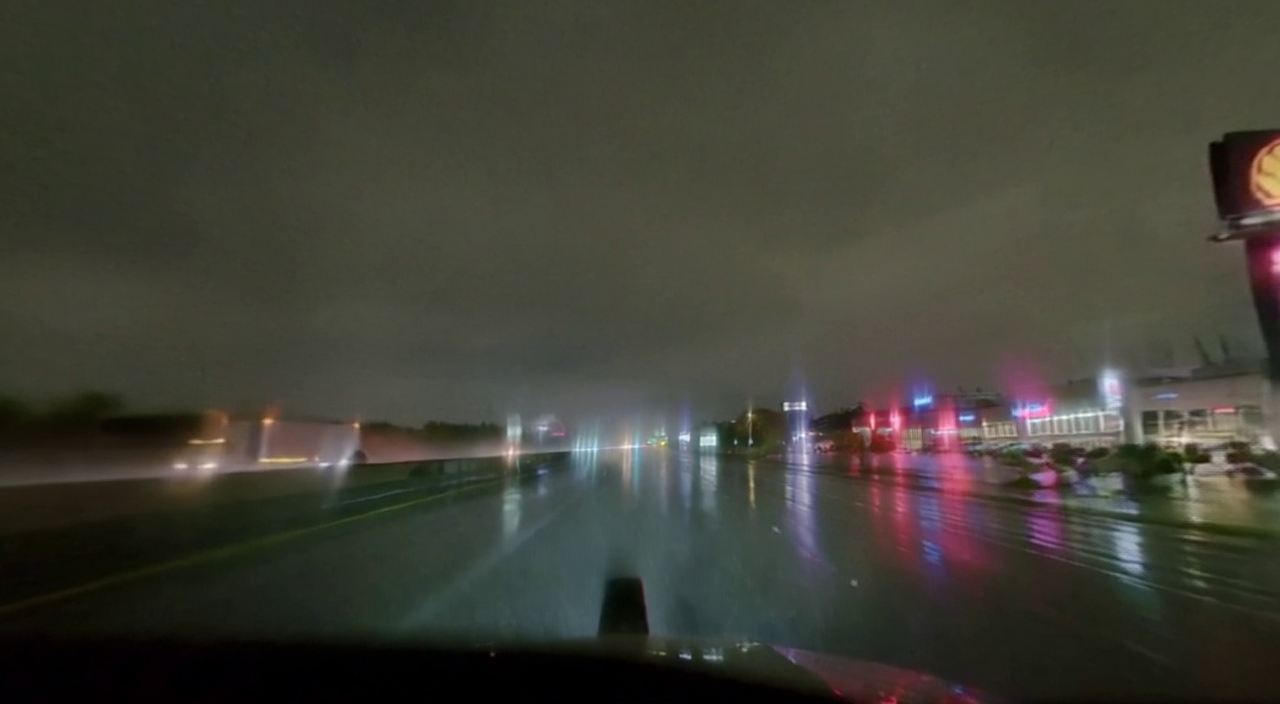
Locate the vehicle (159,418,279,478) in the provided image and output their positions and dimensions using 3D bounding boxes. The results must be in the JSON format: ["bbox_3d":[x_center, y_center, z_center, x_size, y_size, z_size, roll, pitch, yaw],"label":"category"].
[{"bbox_3d":[-30.897,7.085,46.909,3.024,4.022,8.318,0,-8,0],"label":"vehicle"}]

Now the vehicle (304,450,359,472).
[{"bbox_3d":[-23.258,8.202,47.714,1.858,1.479,4.491,0,-8,1],"label":"vehicle"}]
